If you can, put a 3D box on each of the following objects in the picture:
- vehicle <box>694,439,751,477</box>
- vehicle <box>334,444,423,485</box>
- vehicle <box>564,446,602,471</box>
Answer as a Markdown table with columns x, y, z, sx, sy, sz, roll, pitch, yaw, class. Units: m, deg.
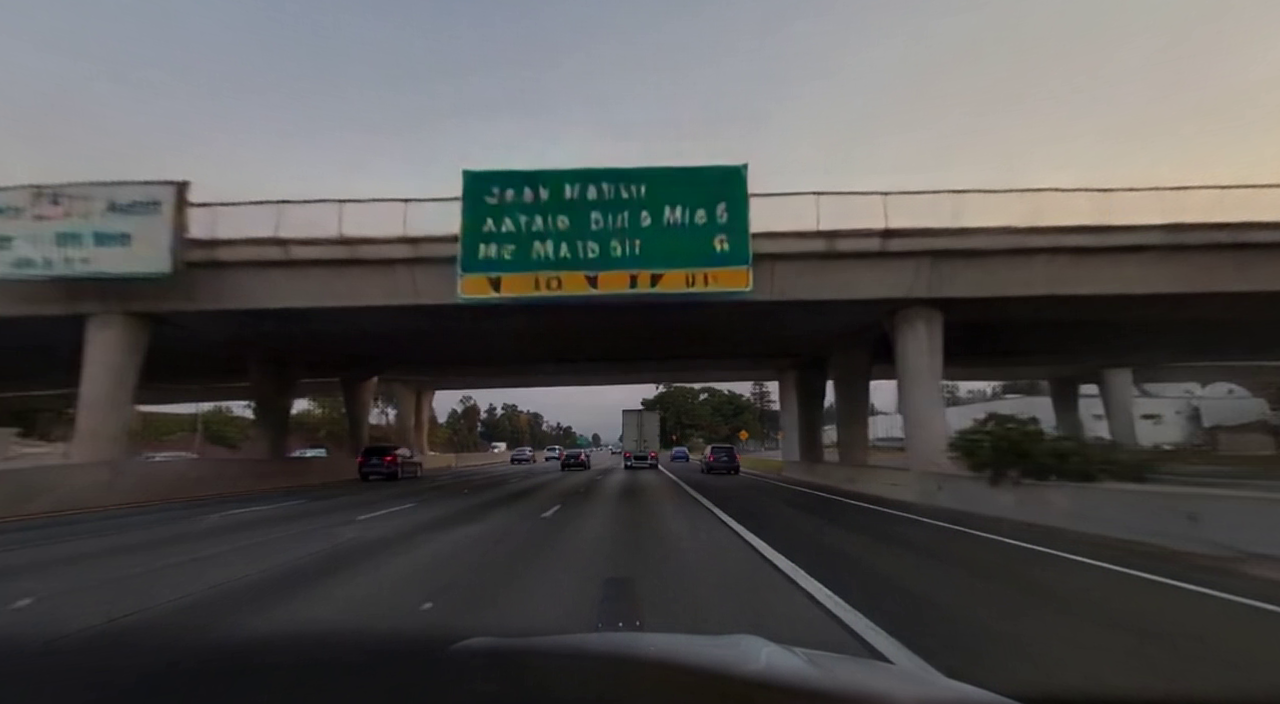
| x | y | z | sx | sy | sz | roll | pitch | yaw | class |
| --- | --- | --- | --- | --- | --- | --- | --- | --- | --- |
| 3.874 | 5.084 | 30.365 | 2.107 | 1.707 | 4.445 | 0 | -9 | -1 | vehicle |
| -11.238 | 4.836 | 27.403 | 1.966 | 1.627 | 4.258 | 0 | -9 | 1 | vehicle |
| -3.698 | 7.016 | 41.643 | 2.083 | 1.576 | 4.307 | 0 | -9 | 0 | vehicle |
